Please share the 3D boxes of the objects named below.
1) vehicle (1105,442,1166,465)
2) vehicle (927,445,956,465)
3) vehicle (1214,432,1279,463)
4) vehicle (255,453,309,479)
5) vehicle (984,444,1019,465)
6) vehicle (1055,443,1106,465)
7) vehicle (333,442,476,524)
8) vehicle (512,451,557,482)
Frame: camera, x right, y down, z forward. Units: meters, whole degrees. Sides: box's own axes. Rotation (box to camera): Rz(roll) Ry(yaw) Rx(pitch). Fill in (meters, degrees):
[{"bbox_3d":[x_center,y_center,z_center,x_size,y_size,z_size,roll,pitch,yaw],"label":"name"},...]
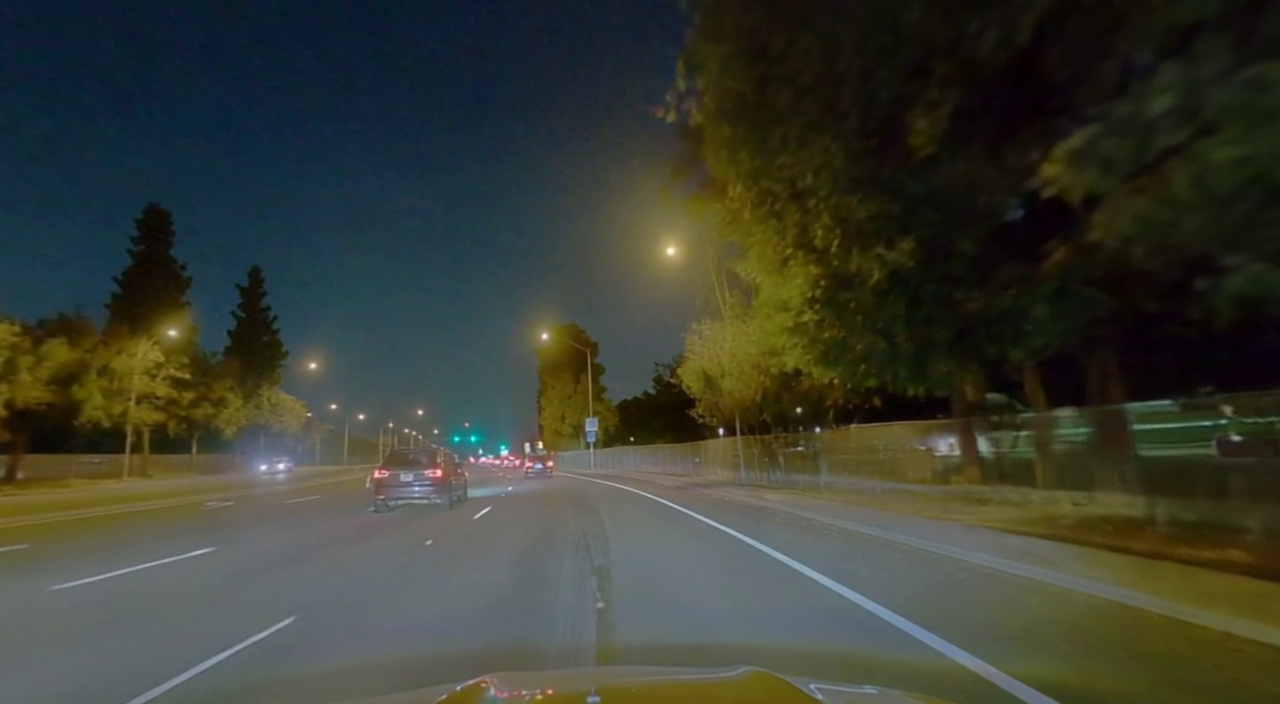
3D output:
[{"bbox_3d":[33.469,6.846,42.810,2.095,1.470,4.336,-4,-9,23],"label":"vehicle"},{"bbox_3d":[23.262,7.957,48.803,1.863,1.456,4.250,-4,-9,24],"label":"vehicle"},{"bbox_3d":[38.644,6.016,39.895,2.141,1.842,5.582,-5,-10,29],"label":"vehicle"},{"bbox_3d":[-27.489,8.726,48.712,2.214,1.844,4.822,1,-9,-12],"label":"vehicle"},{"bbox_3d":[26.631,7.549,46.596,2.027,1.455,3.838,-5,-10,28],"label":"vehicle"},{"bbox_3d":[30.800,7.153,44.269,1.904,1.432,4.640,-4,-9,23],"label":"vehicle"},{"bbox_3d":[-5.505,3.079,15.508,2.105,1.676,4.541,1,-9,-5],"label":"vehicle"},{"bbox_3d":[-5.437,5.871,32.713,2.147,1.474,4.083,1,-9,-9],"label":"vehicle"}]
